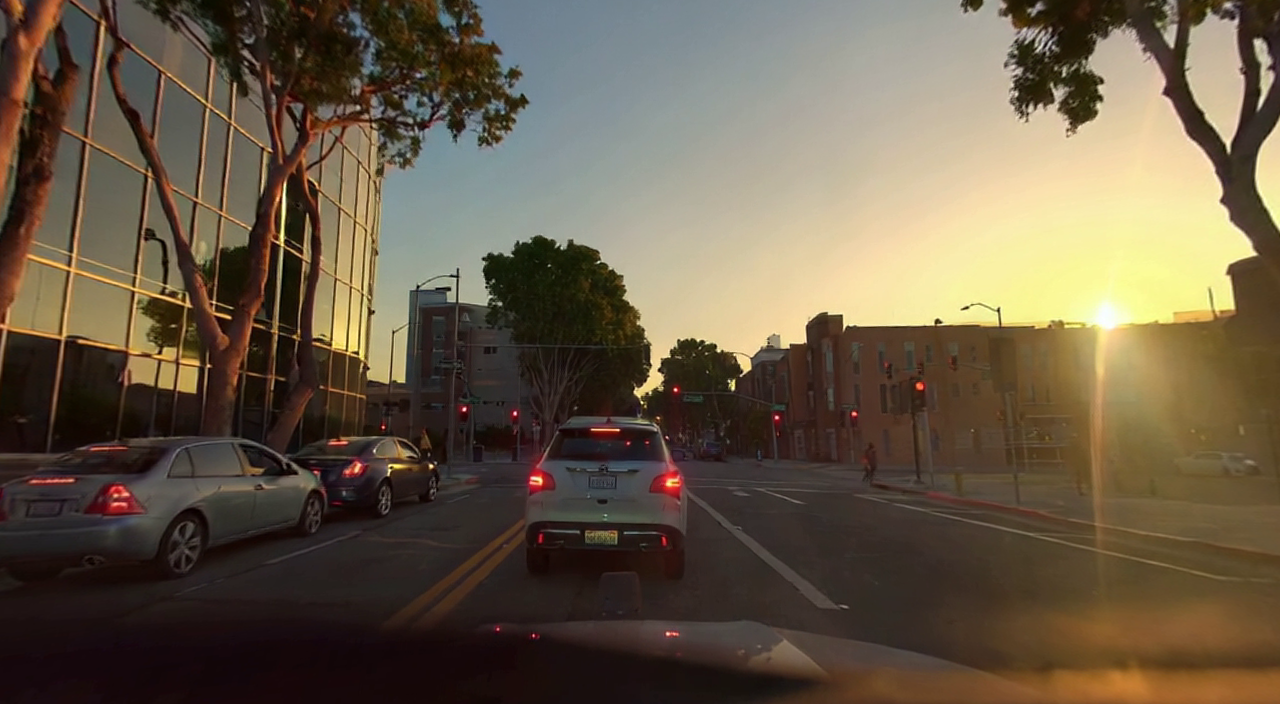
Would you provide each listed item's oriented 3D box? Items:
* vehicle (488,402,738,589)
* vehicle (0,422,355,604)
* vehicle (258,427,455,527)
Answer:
[{"bbox_3d":[-0.228,1.600,7.779,2.258,1.687,3.934,0,-9,1],"label":"vehicle"},{"bbox_3d":[-5.743,1.857,8.276,1.904,1.684,4.529,0,-9,-1],"label":"vehicle"},{"bbox_3d":[-5.872,2.640,13.958,2.077,1.791,4.751,0,-9,1],"label":"vehicle"}]
